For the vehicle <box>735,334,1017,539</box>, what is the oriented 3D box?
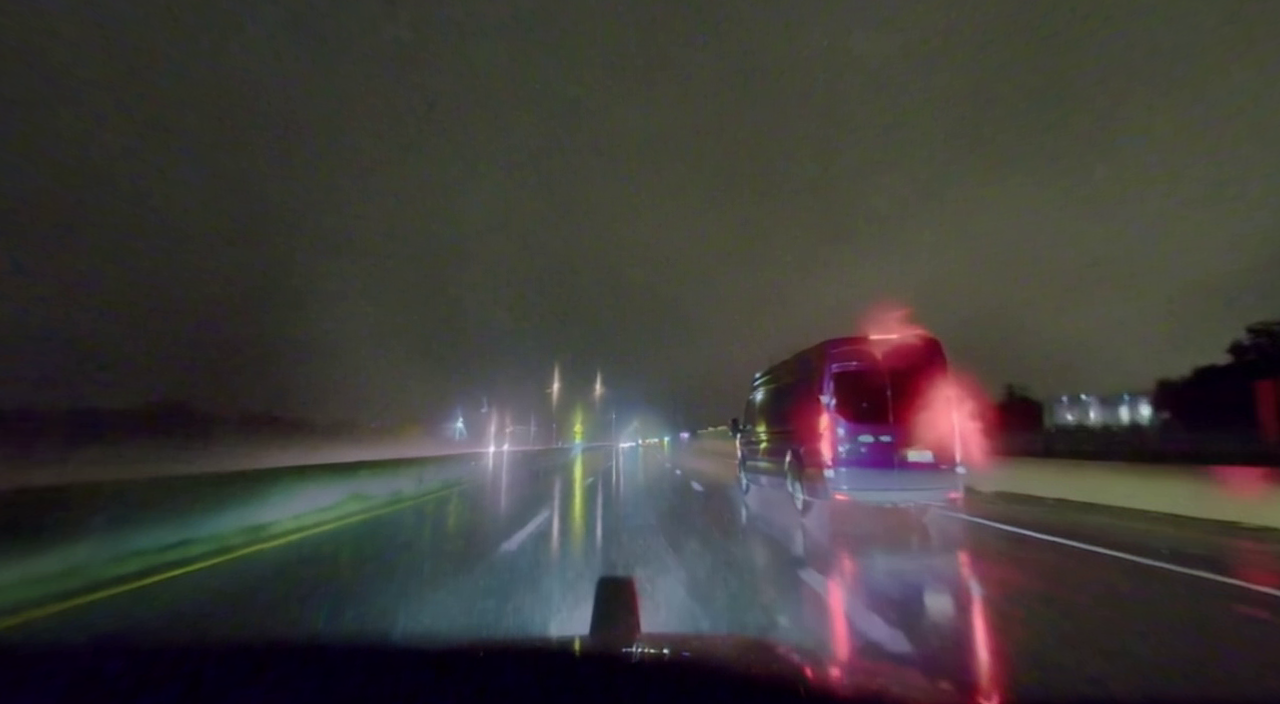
[{"bbox_3d":[3.613,1.579,11.774,2.431,2.667,6.921,0,-8,-1],"label":"vehicle"}]
